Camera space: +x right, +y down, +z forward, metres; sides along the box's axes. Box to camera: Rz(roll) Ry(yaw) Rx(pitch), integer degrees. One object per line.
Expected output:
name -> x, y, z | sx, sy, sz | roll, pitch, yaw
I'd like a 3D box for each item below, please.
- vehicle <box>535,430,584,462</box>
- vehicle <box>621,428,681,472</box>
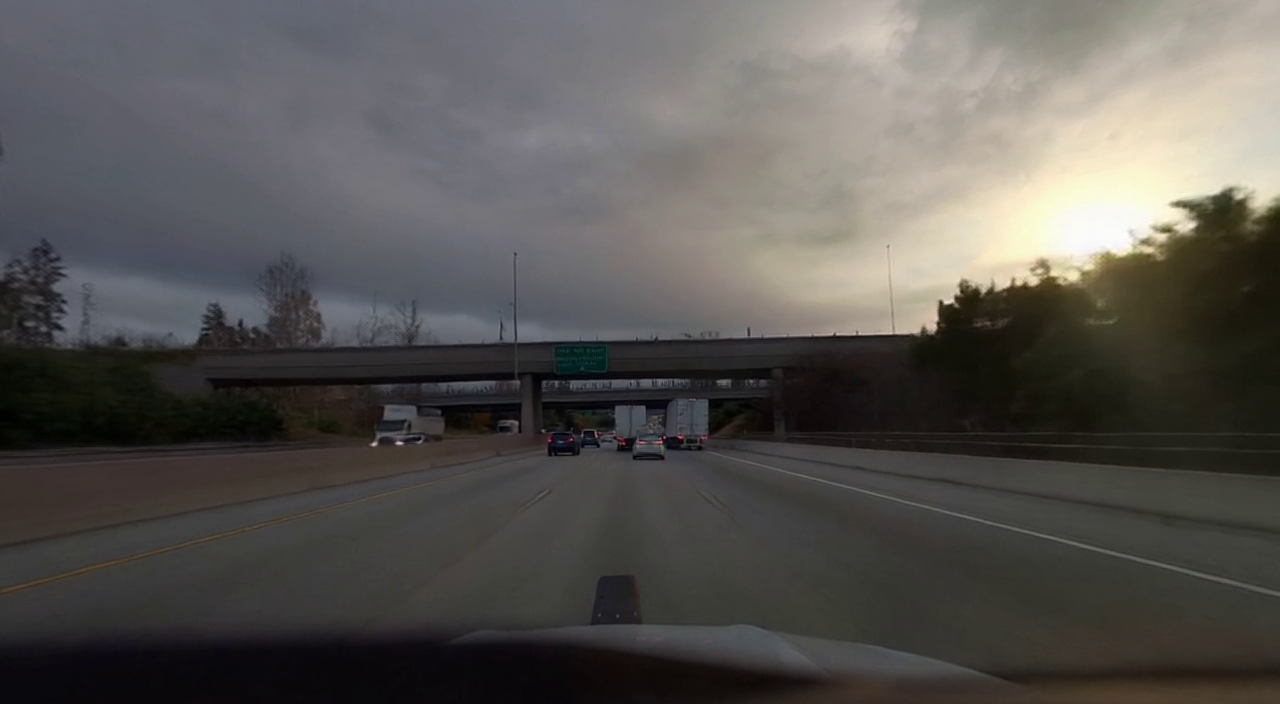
vehicle -> -4.040, 4.811, 32.477 | 1.979, 1.527, 4.754 | 0, -8, -1
vehicle -> 0.328, 3.629, 23.578 | 2.059, 1.522, 3.693 | 0, -8, -2
